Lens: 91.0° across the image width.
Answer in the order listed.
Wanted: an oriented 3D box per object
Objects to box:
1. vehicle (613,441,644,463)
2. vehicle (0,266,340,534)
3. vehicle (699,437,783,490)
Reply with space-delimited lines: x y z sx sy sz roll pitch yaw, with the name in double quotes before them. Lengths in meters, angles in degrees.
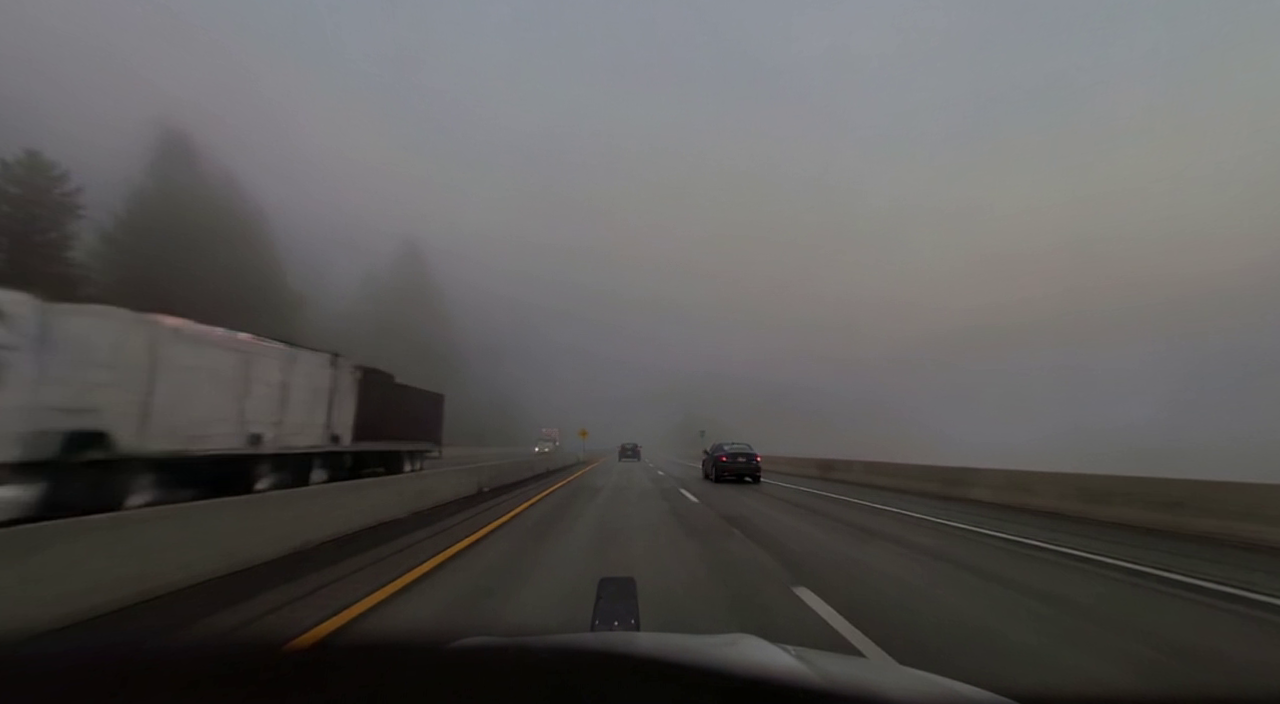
"vehicle" -0.875 7.393 46.689 2.178 1.559 4.254 0 -8 -1
"vehicle" -11.081 1.389 13.988 2.876 3.973 12.525 0 -8 -1
"vehicle" 3.171 3.586 20.594 2.146 1.546 3.796 -1 -8 1
